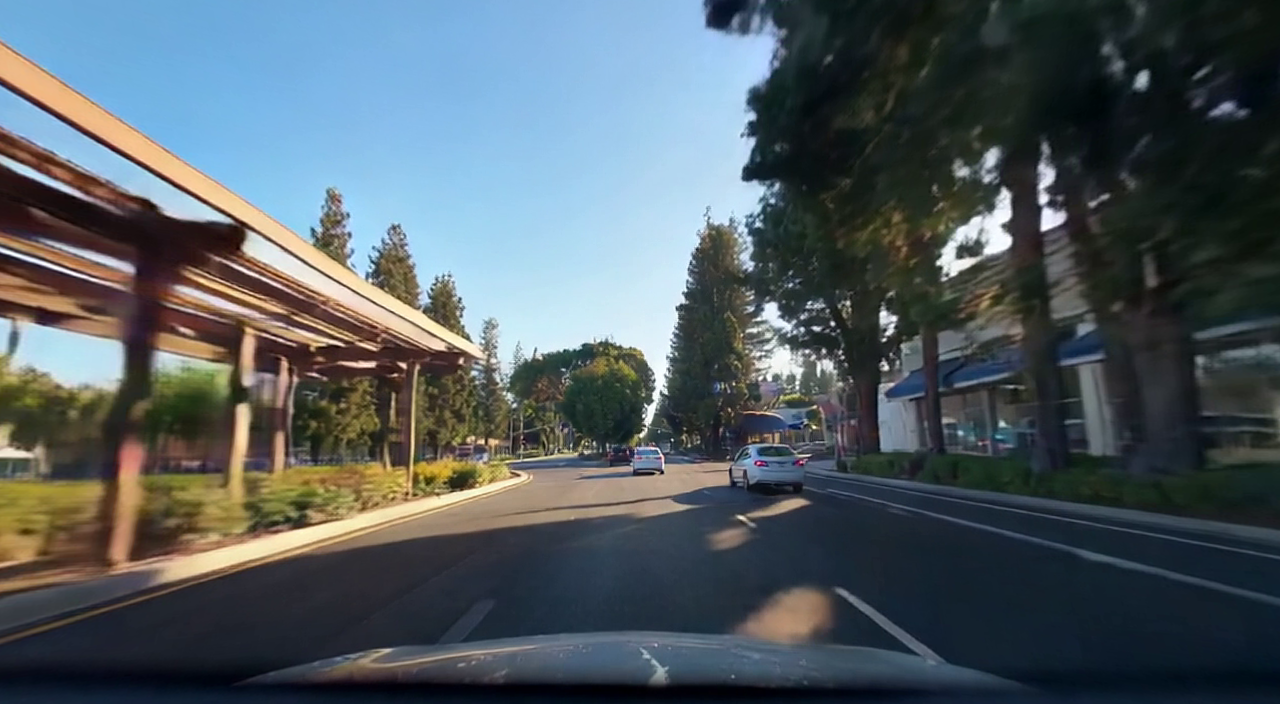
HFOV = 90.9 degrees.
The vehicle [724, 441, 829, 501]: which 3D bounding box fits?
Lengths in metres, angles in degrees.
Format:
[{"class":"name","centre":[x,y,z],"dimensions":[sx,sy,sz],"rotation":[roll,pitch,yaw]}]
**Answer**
[{"class":"vehicle","centre":[3.804,3.401,18.414],"dimensions":[2.067,1.497,4.327],"rotation":[0,-9,0]}]

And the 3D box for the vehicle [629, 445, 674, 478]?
[{"class":"vehicle","centre":[0.566,5.549,32.144],"dimensions":[2.144,1.505,4.128],"rotation":[-1,-9,0]}]
